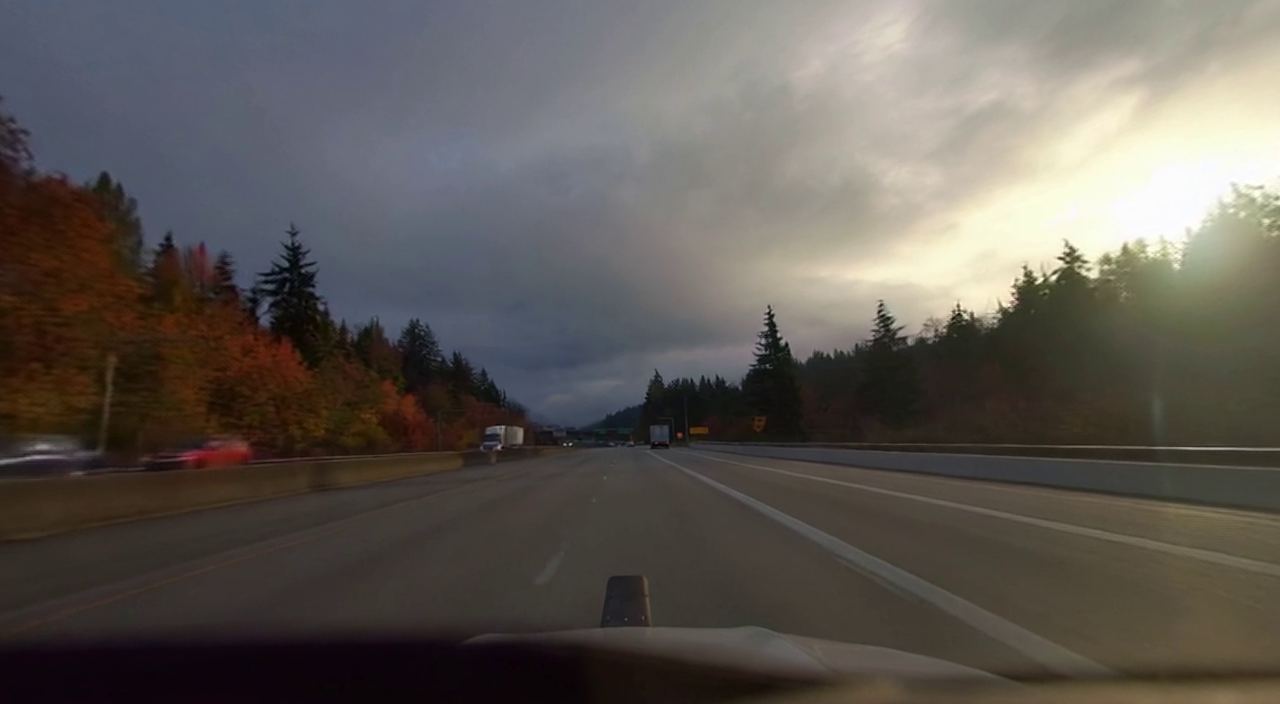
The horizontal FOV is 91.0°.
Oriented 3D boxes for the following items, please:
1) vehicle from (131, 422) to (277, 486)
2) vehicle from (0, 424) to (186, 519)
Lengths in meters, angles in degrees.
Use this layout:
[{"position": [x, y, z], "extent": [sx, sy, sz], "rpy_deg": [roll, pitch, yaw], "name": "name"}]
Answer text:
[{"position": [-19.288, 4.521, 28.275], "extent": [2.386, 2.549, 5.677], "rpy_deg": [-1, -8, 1], "name": "vehicle"}, {"position": [-19.198, 3.764, 20.457], "extent": [2.774, 2.605, 8.096], "rpy_deg": [0, -8, 0], "name": "vehicle"}]
